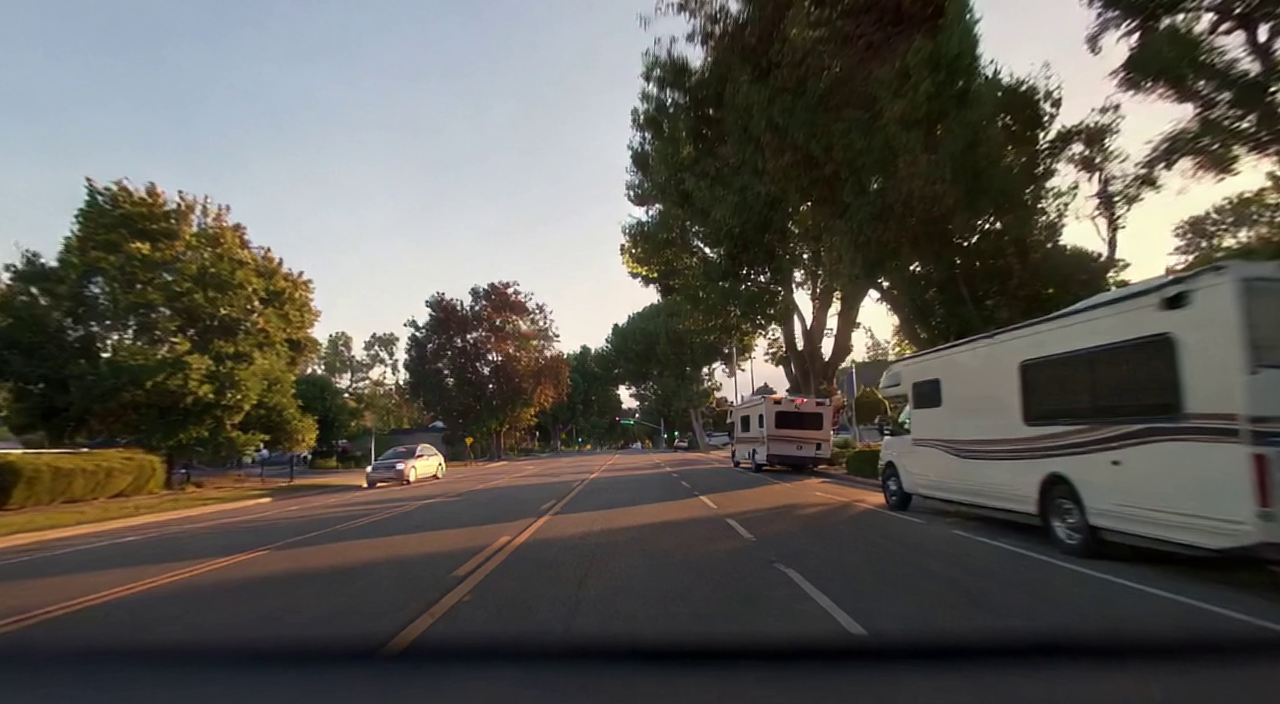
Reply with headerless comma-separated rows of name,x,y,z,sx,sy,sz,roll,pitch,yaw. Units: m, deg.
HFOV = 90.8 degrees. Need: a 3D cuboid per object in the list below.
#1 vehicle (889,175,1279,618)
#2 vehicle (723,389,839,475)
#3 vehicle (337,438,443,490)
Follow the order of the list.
vehicle,6.151,0.828,8.047,2.818,3.236,7.567,0,-8,0
vehicle,6.046,3.781,29.086,2.944,3.252,9.712,0,-9,-1
vehicle,-9.944,4.466,25.658,2.391,1.843,4.764,-2,-8,-1
